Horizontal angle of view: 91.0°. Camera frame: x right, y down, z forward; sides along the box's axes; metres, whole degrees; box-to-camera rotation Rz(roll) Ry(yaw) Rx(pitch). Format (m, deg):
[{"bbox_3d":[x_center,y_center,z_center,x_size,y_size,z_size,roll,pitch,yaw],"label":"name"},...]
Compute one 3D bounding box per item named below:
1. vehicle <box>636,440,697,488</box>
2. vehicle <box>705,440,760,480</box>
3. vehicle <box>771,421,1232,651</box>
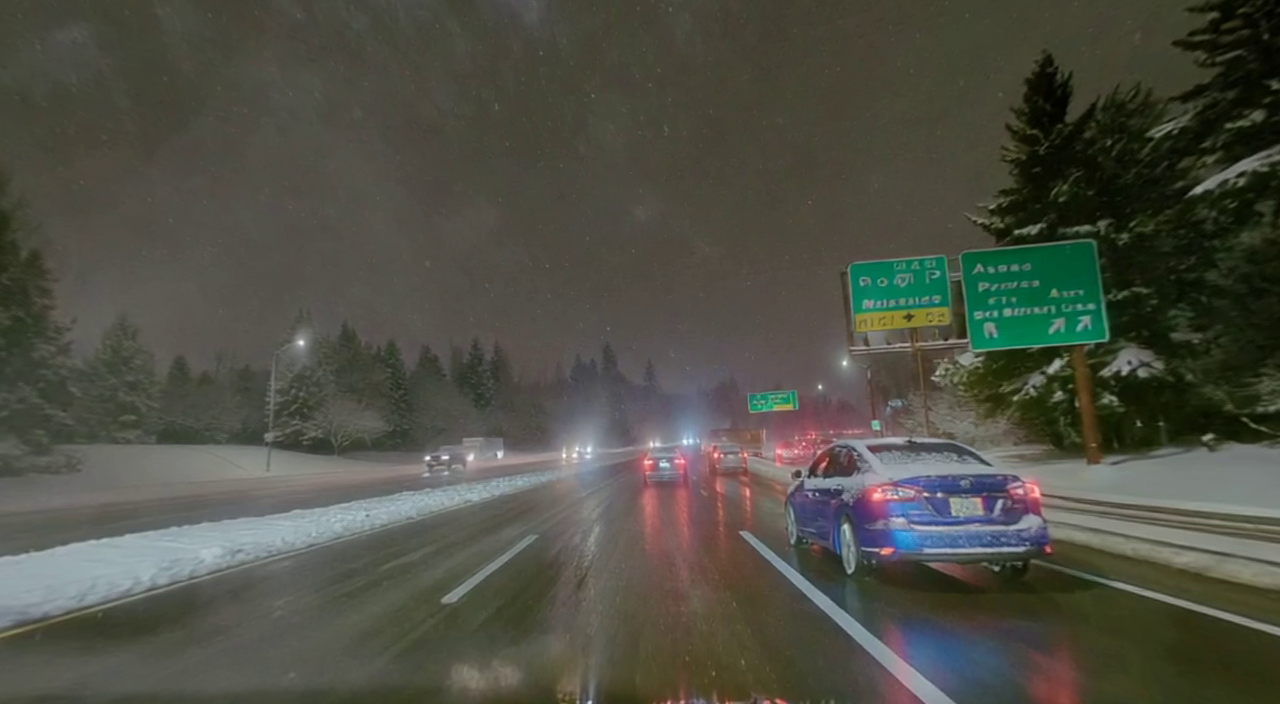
[{"bbox_3d":[1.001,4.132,23.420,2.074,1.614,3.803,0,-9,3],"label":"vehicle"},{"bbox_3d":[4.186,4.965,29.109,2.076,1.684,4.241,0,-9,3],"label":"vehicle"},{"bbox_3d":[2.852,1.559,6.468,2.009,1.489,4.559,0,-9,0],"label":"vehicle"}]
